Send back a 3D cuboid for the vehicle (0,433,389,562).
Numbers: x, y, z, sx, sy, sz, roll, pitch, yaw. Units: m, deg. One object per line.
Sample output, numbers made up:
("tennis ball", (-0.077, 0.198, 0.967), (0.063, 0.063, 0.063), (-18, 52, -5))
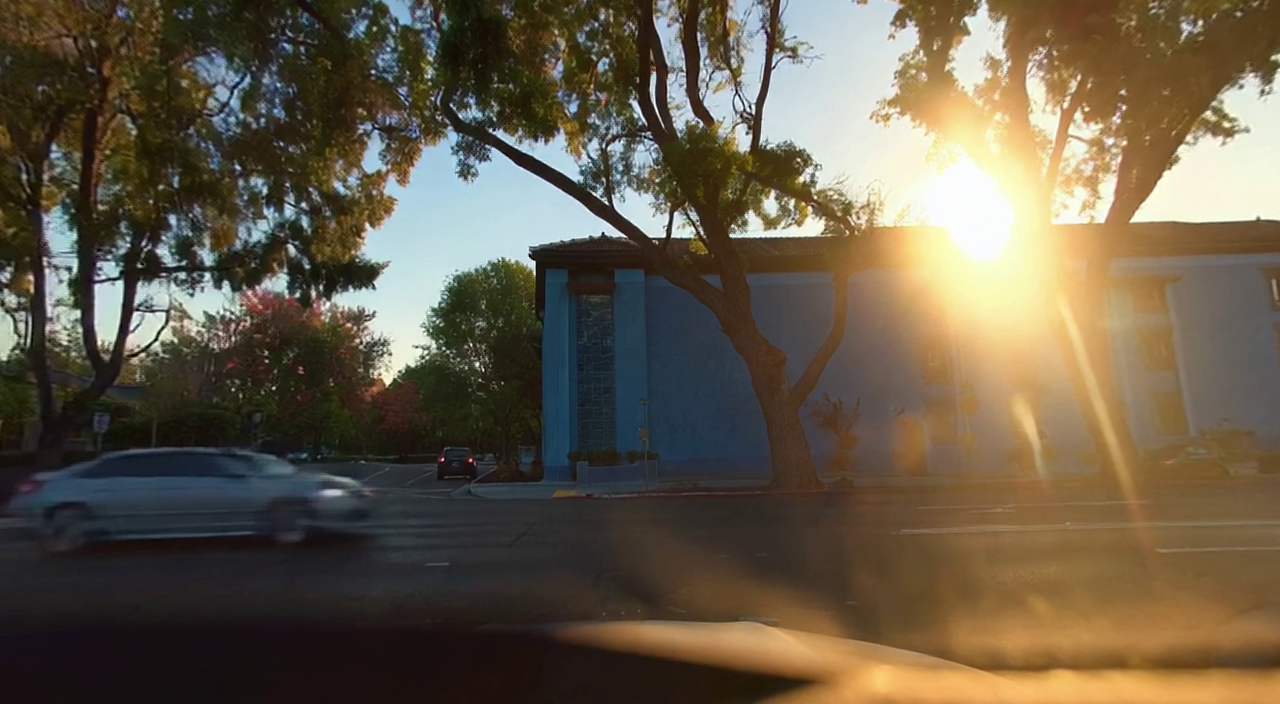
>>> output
("vehicle", (-6.012, 1.860, 8.533), (4.426, 1.451, 2.124), (1, -9, -7))
